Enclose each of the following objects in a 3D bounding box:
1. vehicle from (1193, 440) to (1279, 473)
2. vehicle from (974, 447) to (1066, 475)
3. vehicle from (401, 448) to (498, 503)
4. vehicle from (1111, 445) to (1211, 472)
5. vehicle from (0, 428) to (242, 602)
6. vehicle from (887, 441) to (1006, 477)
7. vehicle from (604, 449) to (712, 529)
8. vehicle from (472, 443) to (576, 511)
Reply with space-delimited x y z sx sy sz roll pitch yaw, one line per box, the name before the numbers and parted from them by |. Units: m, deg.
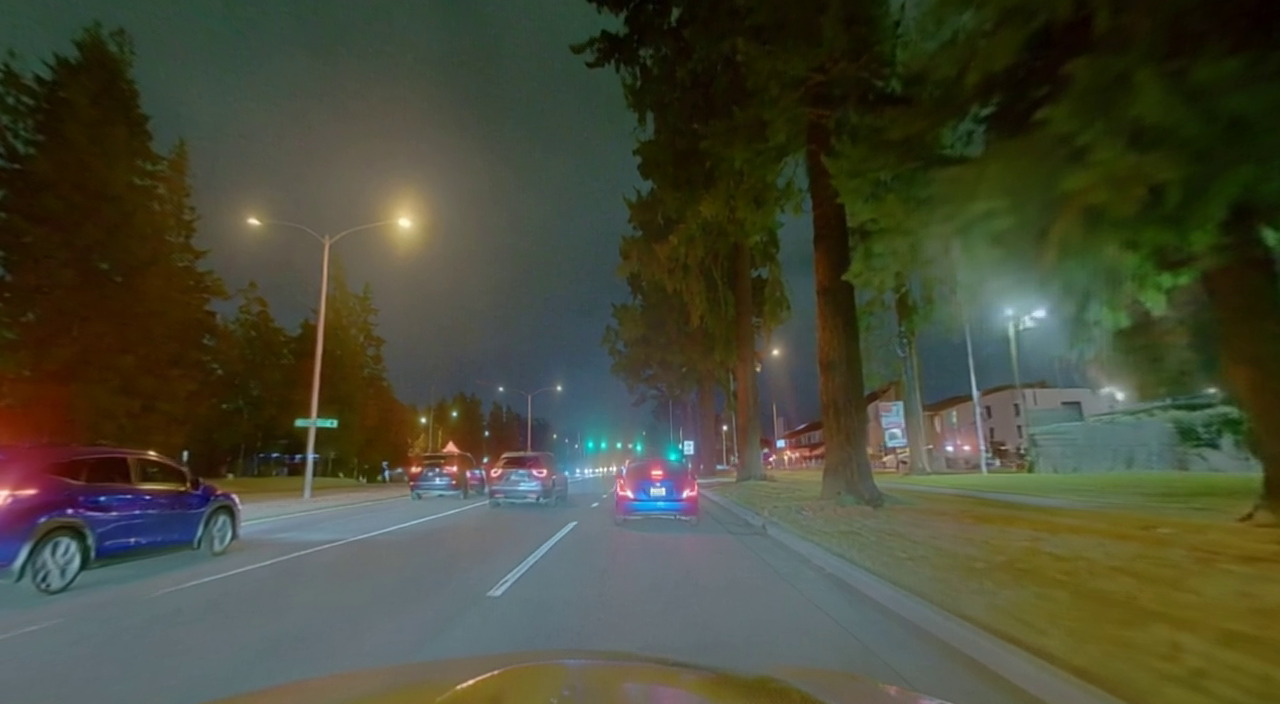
vehicle | 35.010 6.124 36.702 3.950 1.521 1.741 -15 -17 39
vehicle | 22.463 6.469 37.298 4.220 1.550 1.935 -9 -13 43
vehicle | -6.787 4.421 22.975 2.032 1.767 4.549 0 -9 1
vehicle | 30.546 6.205 36.988 1.757 1.496 4.200 7 -11 -42
vehicle | -7.126 1.780 7.449 1.968 1.657 4.230 0 -9 1
vehicle | 18.198 6.311 37.571 5.852 1.962 2.323 -8 -11 41
vehicle | 0.390 2.970 14.254 2.091 1.494 3.962 0 -9 1
vehicle | -3.202 3.543 18.468 2.055 1.725 4.732 0 -9 1
